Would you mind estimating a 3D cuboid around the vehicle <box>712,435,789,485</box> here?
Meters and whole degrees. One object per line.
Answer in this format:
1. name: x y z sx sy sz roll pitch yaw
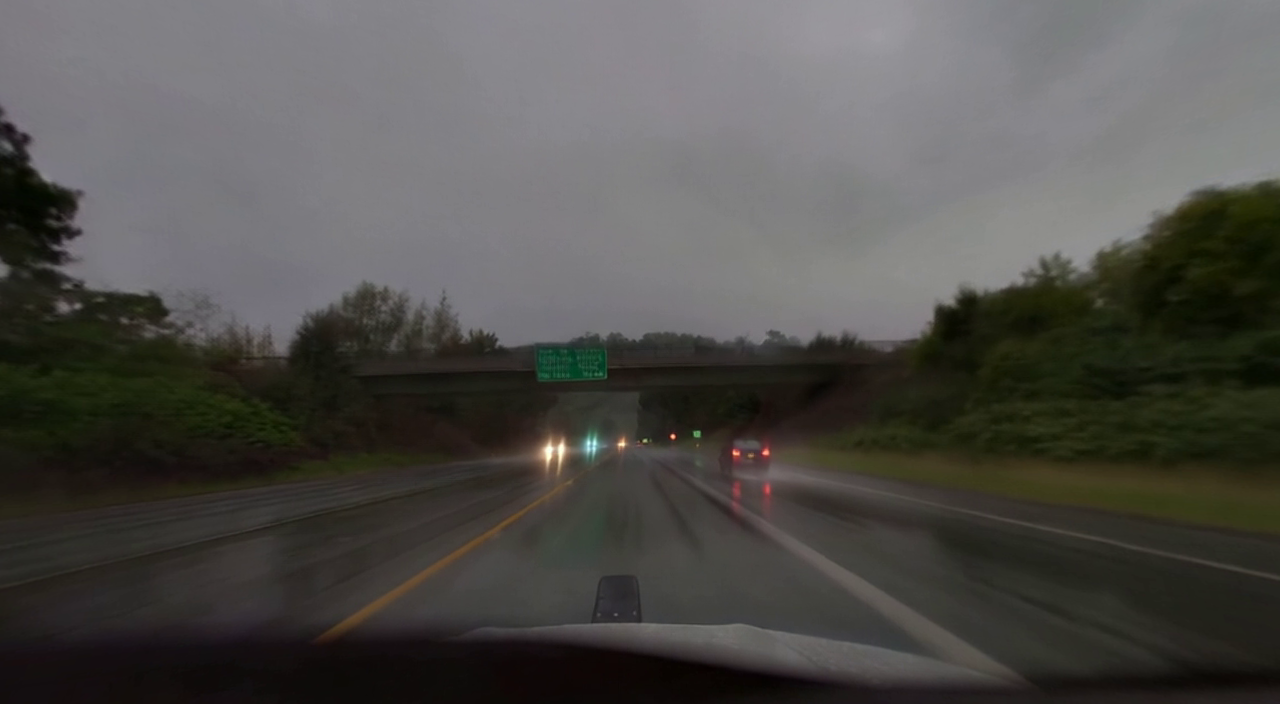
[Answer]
1. vehicle: 3.564 3.530 20.920 1.781 1.470 3.540 0 -8 -2
